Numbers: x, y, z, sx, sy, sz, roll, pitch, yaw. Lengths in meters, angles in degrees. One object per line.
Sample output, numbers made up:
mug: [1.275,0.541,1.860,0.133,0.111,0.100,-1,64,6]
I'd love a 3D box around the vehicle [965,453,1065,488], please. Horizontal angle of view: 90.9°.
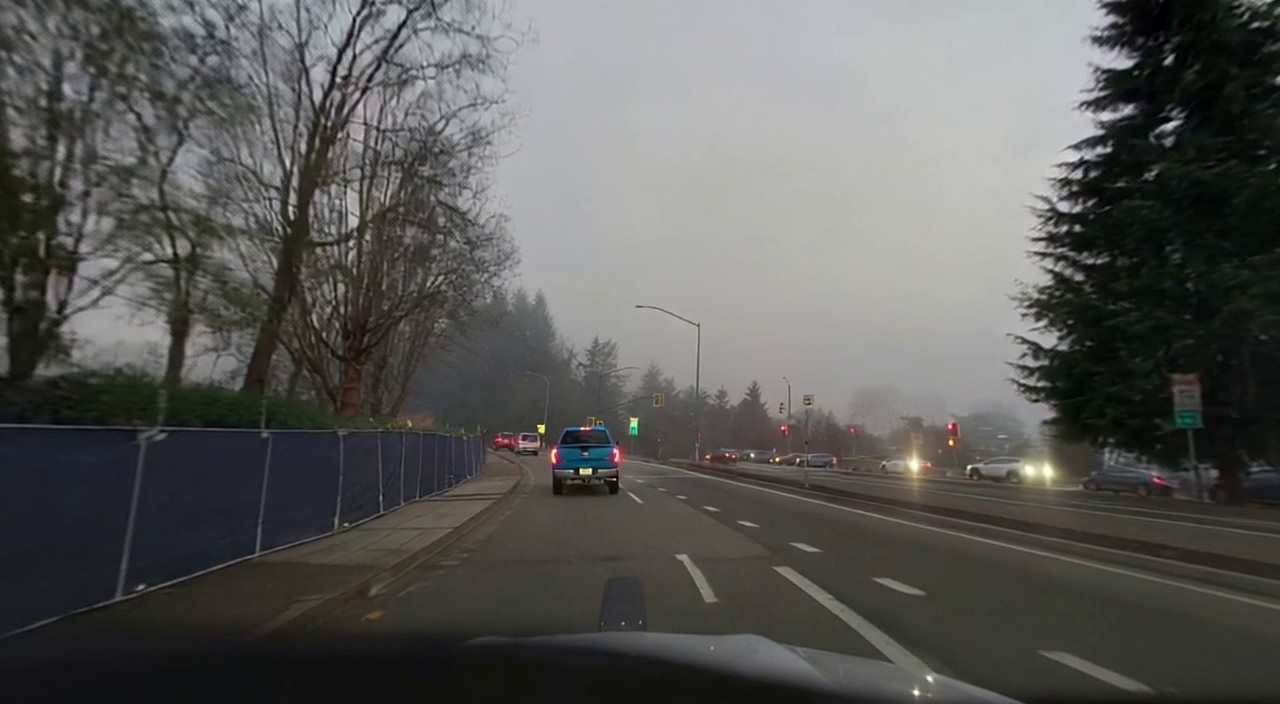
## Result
vehicle: [21.468,6.769,36.394,1.938,1.781,5.078,1,-9,-11]

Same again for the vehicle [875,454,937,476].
vehicle: [19.395,8.242,46.175,1.805,1.494,4.362,2,-9,-14]

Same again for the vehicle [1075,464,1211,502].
vehicle: [22.879,5.944,28.967,1.850,1.470,4.761,2,-9,-10]

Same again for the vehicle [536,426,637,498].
vehicle: [-1.571,3.060,17.953,2.436,1.698,5.322,1,-9,-6]
